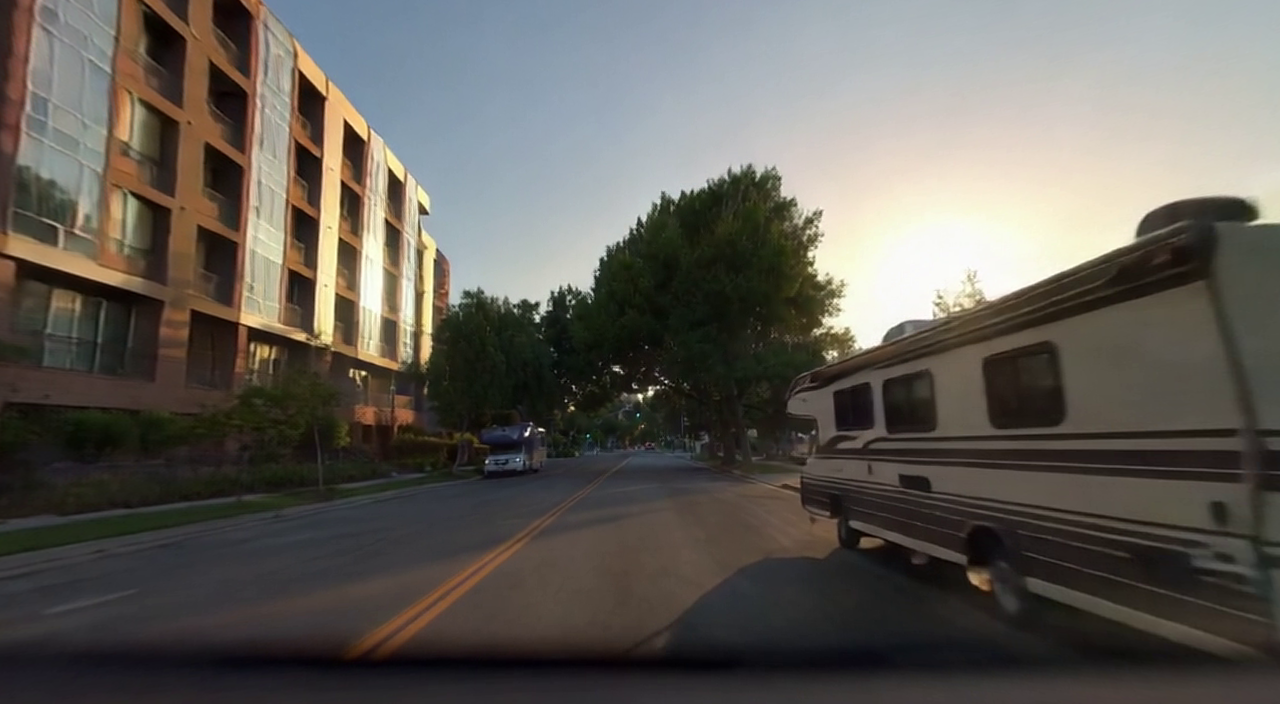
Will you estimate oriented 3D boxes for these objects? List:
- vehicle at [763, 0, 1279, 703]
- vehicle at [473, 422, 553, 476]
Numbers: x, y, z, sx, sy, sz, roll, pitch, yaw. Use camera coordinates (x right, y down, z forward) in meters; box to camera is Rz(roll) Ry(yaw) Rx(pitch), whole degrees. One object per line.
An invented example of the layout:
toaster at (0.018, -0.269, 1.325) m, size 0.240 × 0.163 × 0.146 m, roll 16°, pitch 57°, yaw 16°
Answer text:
vehicle at (3.762, 0.756, 6.442) m, size 3.074 × 3.099 × 8.805 m, roll 1°, pitch -8°, yaw -1°
vehicle at (-7.068, 5.488, 36.271) m, size 3.108 × 2.771 × 7.999 m, roll 0°, pitch -7°, yaw -1°
